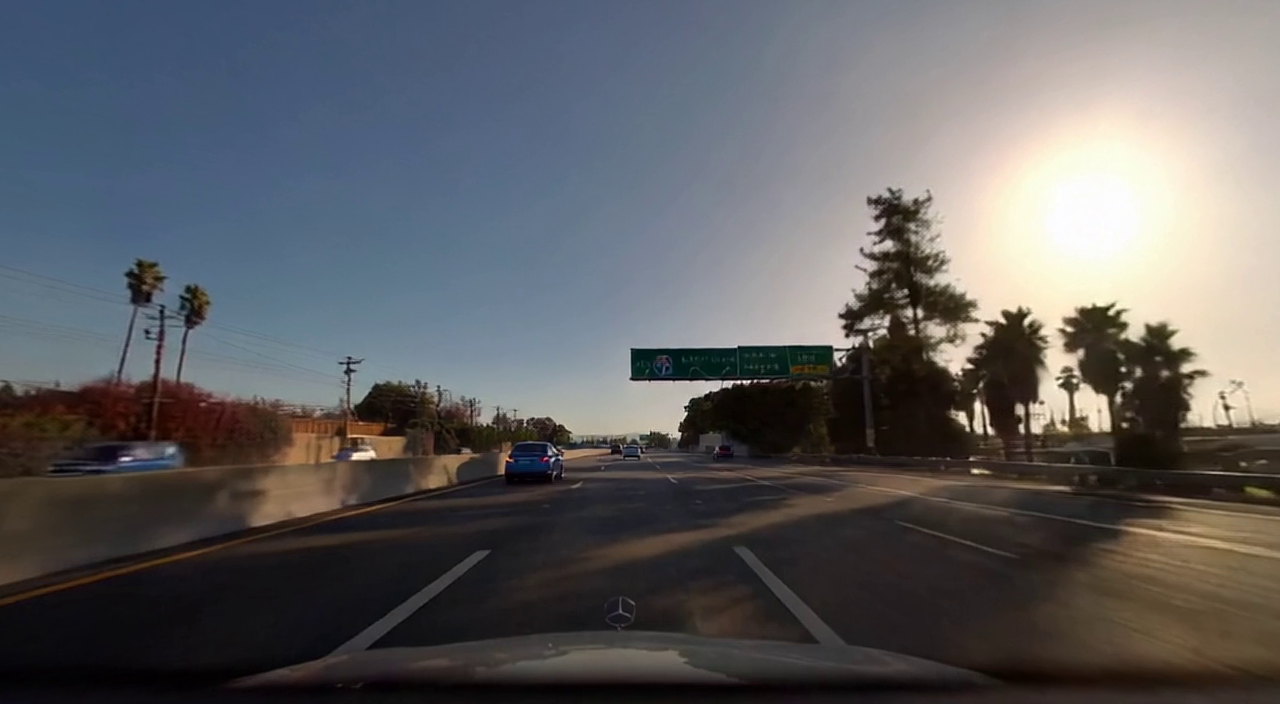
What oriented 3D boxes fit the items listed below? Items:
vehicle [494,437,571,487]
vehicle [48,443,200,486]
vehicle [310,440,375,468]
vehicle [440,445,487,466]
[{"bbox_3d":[-3.751,3.937,22.929,1.996,1.617,4.637,0,-9,0],"label":"vehicle"},{"bbox_3d":[-19.518,4.251,24.229,1.962,1.469,4.599,0,-8,-1],"label":"vehicle"},{"bbox_3d":[-19.721,6.781,42.168,2.106,1.764,4.578,0,-9,0],"label":"vehicle"},{"bbox_3d":[-12.741,7.502,45.881,2.040,1.444,4.596,0,-9,0],"label":"vehicle"}]
